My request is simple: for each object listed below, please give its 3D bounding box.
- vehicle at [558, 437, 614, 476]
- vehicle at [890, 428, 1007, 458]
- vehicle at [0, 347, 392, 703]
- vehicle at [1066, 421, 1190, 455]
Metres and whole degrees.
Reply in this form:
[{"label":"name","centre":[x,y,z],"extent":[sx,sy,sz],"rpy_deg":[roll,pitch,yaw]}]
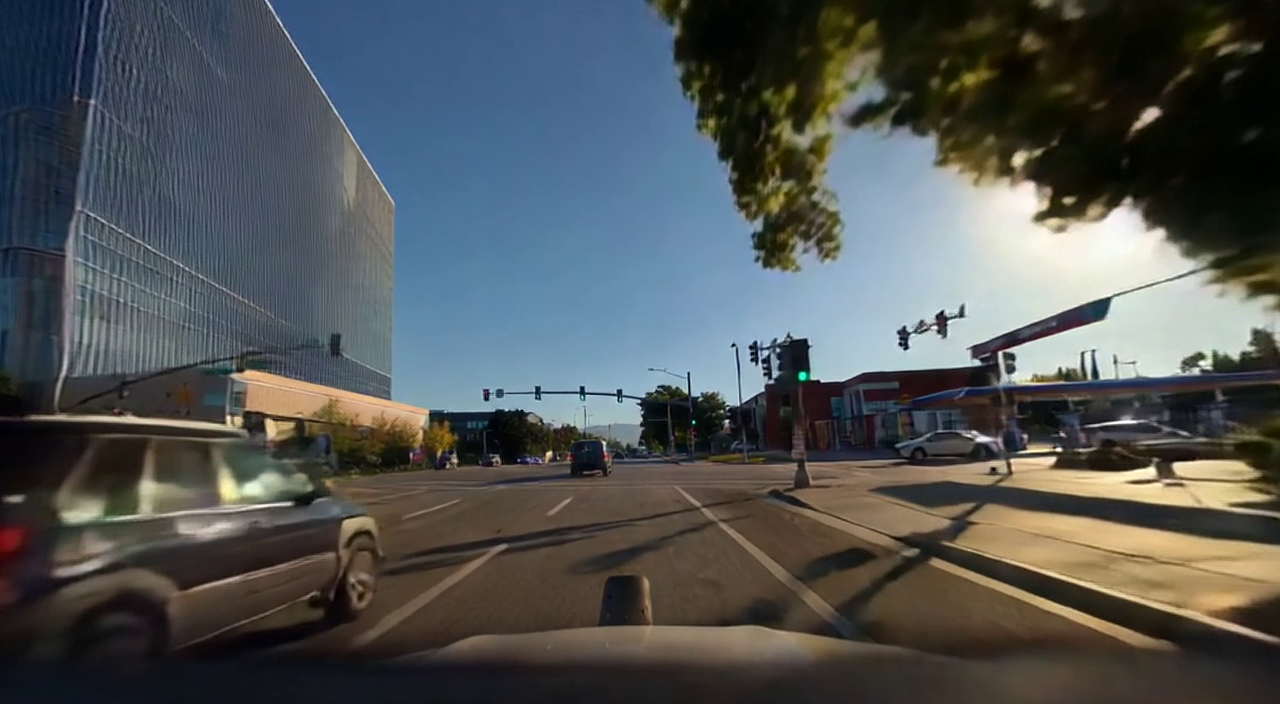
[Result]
[{"label":"vehicle","centre":[-3.081,6.160,37.546],"extent":[2.602,2.091,6.347],"rpy_deg":[-1,-8,1]},{"label":"vehicle","centre":[17.395,5.190,35.897],"extent":[5.708,1.585,2.070],"rpy_deg":[-4,-8,20]},{"label":"vehicle","centre":[-3.402,1.049,3.550],"extent":[2.183,1.731,4.338],"rpy_deg":[-1,-8,1]},{"label":"vehicle","centre":[25.507,4.526,33.135],"extent":[4.700,1.579,1.823],"rpy_deg":[-5,-8,19]}]
